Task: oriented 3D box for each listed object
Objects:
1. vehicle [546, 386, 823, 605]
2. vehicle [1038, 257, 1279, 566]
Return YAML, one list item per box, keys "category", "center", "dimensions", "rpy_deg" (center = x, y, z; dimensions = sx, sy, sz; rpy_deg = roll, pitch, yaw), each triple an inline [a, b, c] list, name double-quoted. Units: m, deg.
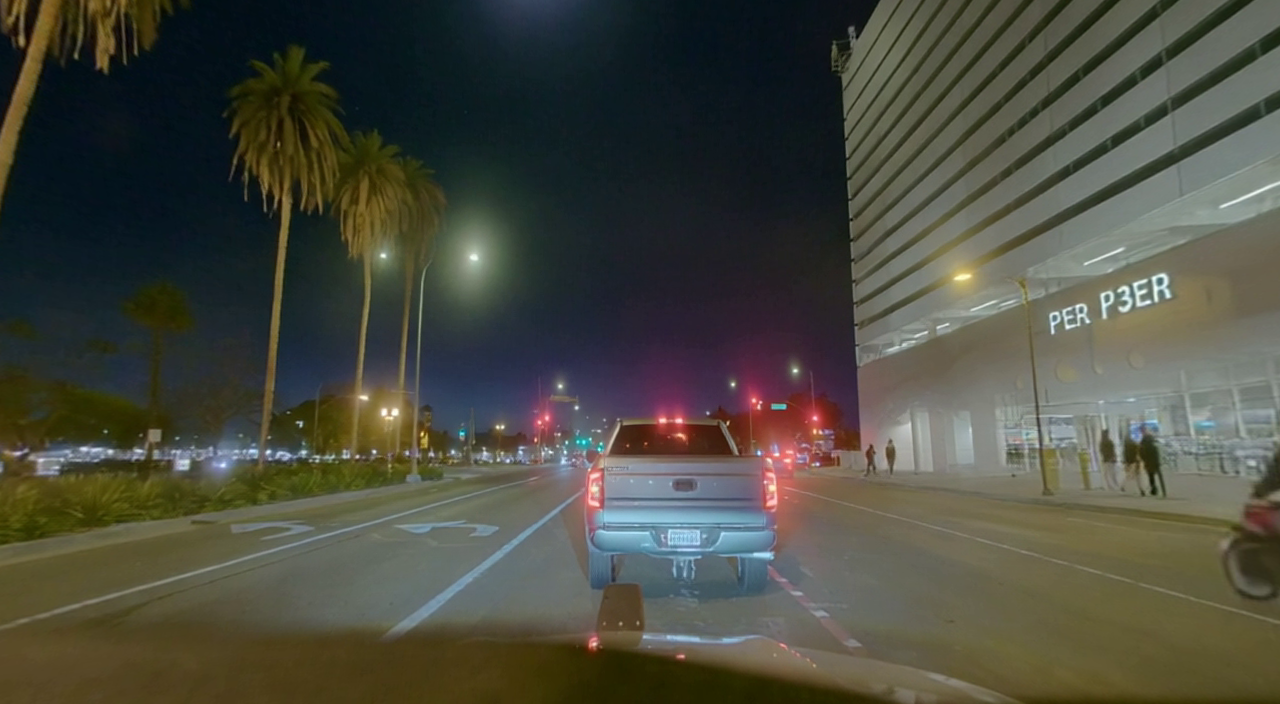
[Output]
- category: "vehicle"
  center: [0.405, 1.591, 7.989]
  dimensions: [2.311, 1.819, 5.255]
  rpy_deg: [0, -8, 1]
- category: "vehicle"
  center: [7.896, 0.835, 8.560]
  dimensions: [2.666, 3.345, 3.622]
  rpy_deg: [-2, -9, 6]
